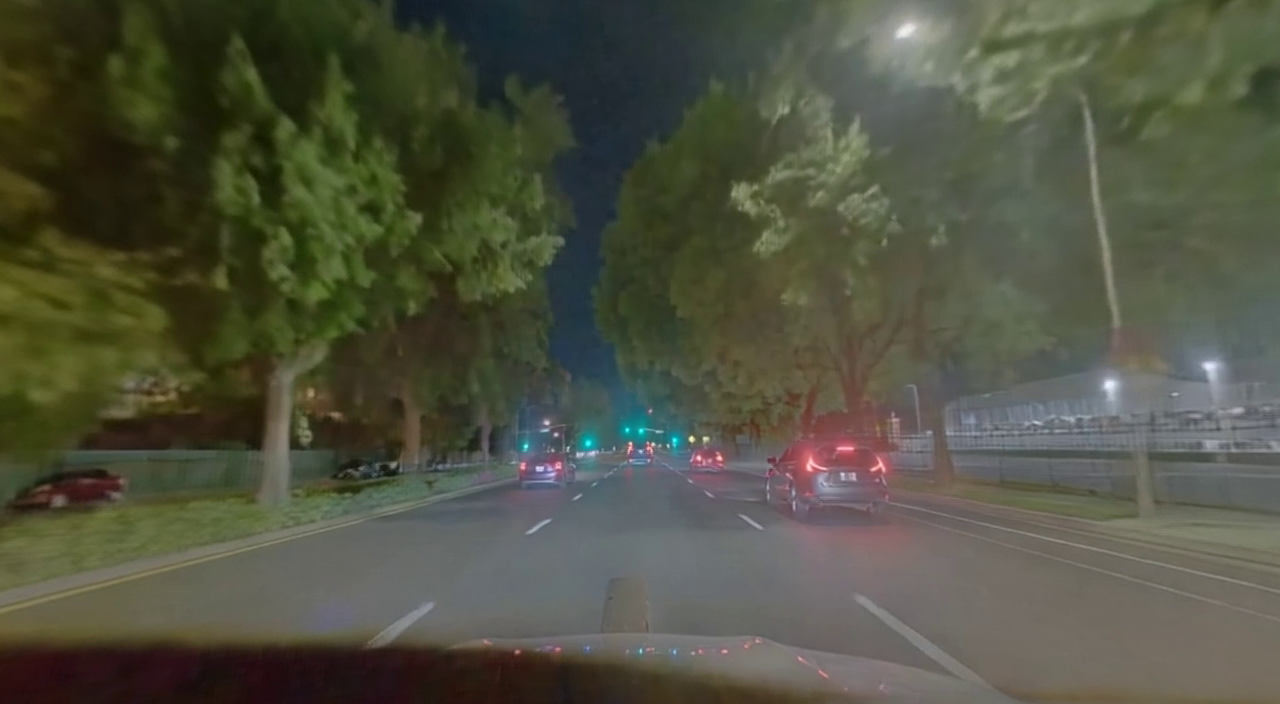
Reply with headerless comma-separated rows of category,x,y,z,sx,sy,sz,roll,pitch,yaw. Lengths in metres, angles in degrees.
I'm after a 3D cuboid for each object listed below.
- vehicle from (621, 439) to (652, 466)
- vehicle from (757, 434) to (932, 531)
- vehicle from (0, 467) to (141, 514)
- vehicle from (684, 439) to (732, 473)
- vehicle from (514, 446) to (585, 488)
vehicle,-0.291,7.478,47.021,2.247,1.882,4.603,0,-8,-1
vehicle,3.606,2.358,12.049,1.919,1.502,4.232,0,-8,0
vehicle,-22.655,5.388,24.881,1.908,1.483,4.835,0,-8,0
vehicle,3.631,5.641,34.435,1.980,1.709,4.367,0,-8,-1
vehicle,-3.166,4.116,22.858,2.013,1.354,3.908,0,-8,0
